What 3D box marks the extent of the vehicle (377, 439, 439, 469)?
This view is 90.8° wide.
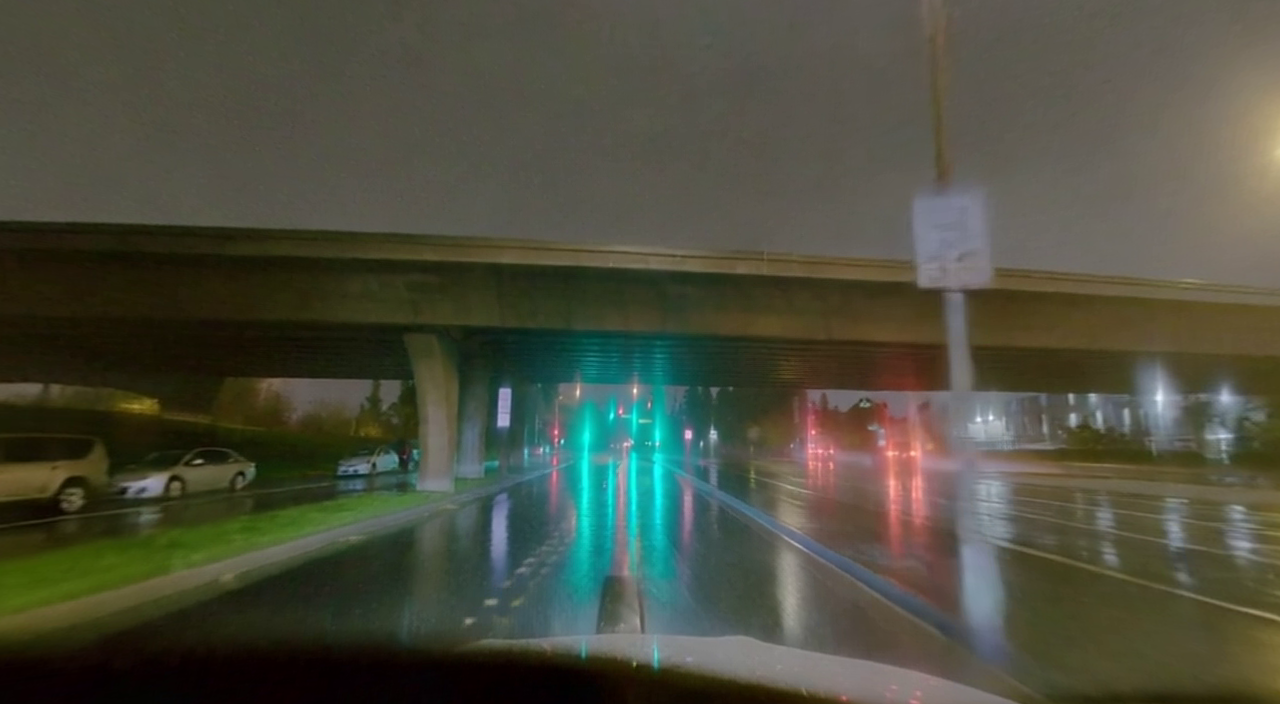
[{"bbox_3d":[-13.134,5.786,36.081,1.961,1.576,4.131,0,-8,0],"label":"vehicle"}]

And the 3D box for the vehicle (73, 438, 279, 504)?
[{"bbox_3d":[-12.855,3.278,18.078,2.074,1.529,5.079,2,-8,-1],"label":"vehicle"}]

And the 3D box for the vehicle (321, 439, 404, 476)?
[{"bbox_3d":[-12.889,4.902,29.721,1.907,1.553,4.683,0,-8,-2],"label":"vehicle"}]

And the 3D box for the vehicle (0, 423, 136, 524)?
[{"bbox_3d":[-12.811,2.229,11.767,2.064,1.809,5.545,2,-8,2],"label":"vehicle"}]
